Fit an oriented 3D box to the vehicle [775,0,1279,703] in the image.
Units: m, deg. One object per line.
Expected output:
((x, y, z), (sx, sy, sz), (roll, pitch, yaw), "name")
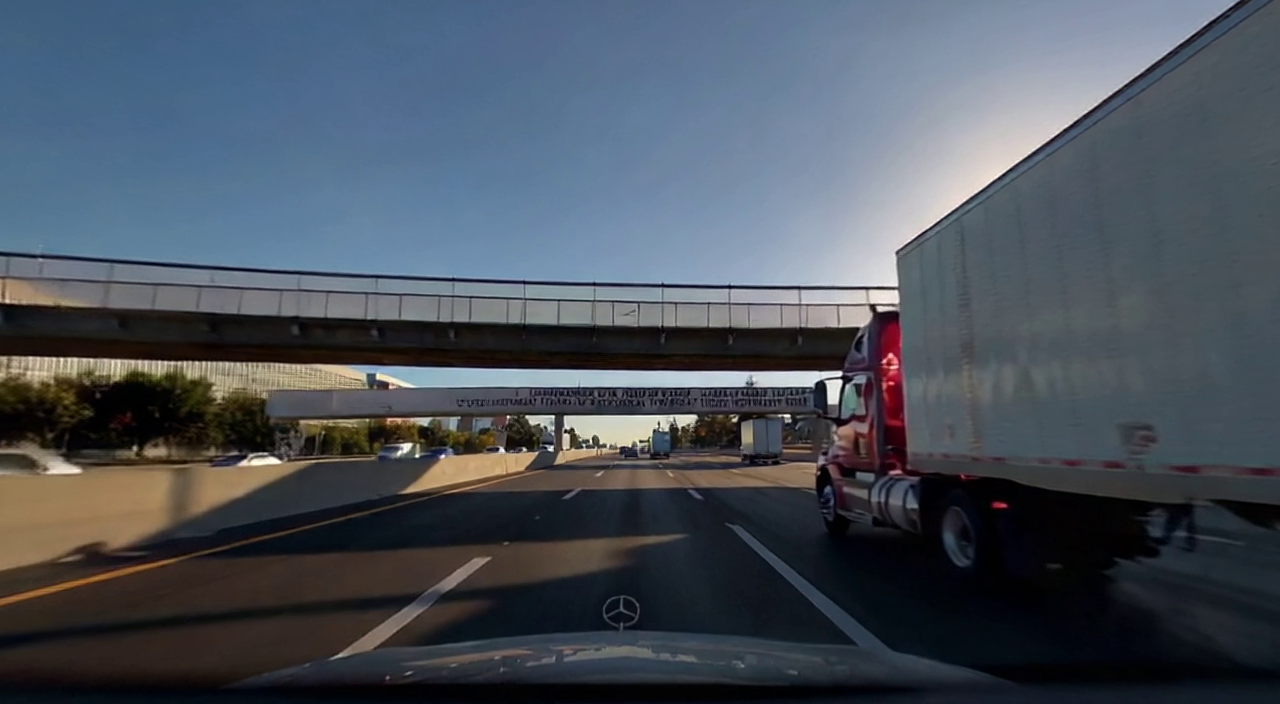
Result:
((3.371, 0.046, 4.605), (3.210, 4.239, 7.307), (0, -9, 1), "vehicle")

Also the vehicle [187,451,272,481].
((-21.544, 5.977, 33.350), (1.918, 1.450, 3.803), (0, -9, 0), "vehicle")
